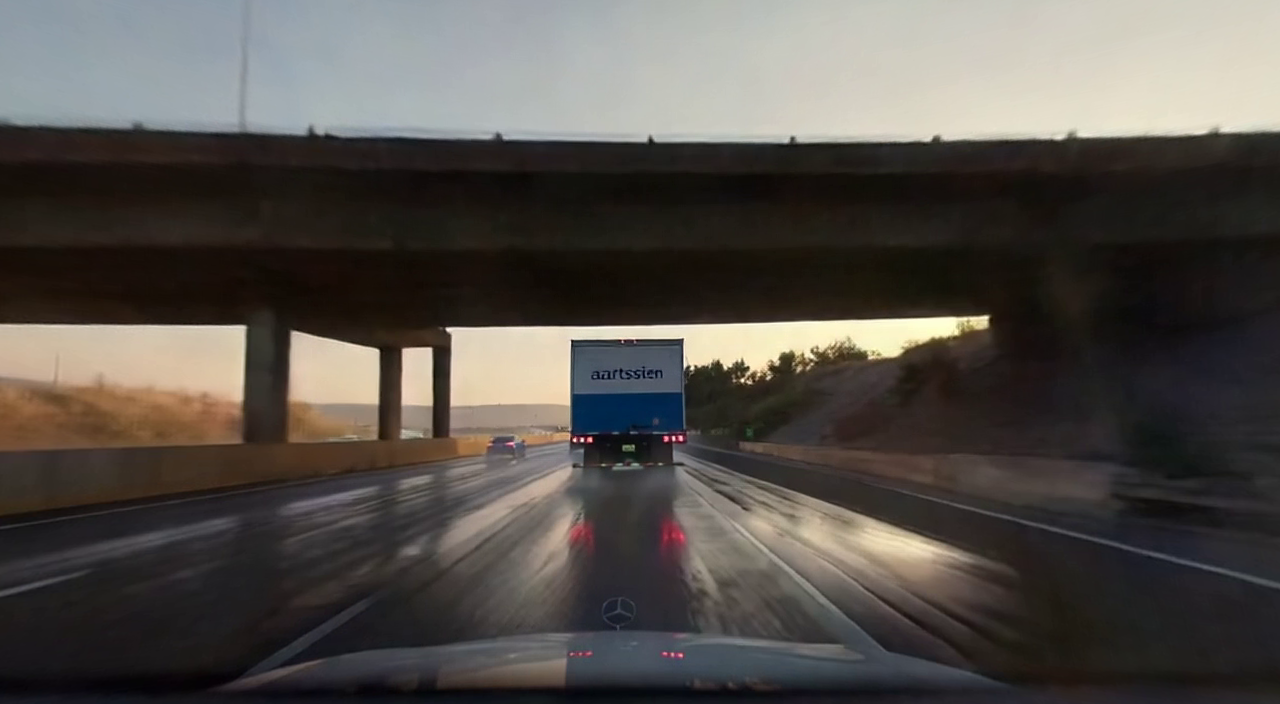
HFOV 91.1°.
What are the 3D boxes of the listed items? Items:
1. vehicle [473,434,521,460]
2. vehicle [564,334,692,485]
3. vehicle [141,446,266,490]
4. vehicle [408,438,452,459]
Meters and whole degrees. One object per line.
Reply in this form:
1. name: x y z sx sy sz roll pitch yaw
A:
1. vehicle: -8.517 5.687 37.793 1.940 1.488 3.976 0 -8 0
2. vehicle: -0.330 2.257 22.478 3.442 4.106 10.719 0 -8 0
3. vehicle: -16.429 4.352 23.944 1.884 1.465 3.988 0 -8 0
4. vehicle: -16.331 7.521 49.026 1.911 1.562 4.014 0 -8 1
